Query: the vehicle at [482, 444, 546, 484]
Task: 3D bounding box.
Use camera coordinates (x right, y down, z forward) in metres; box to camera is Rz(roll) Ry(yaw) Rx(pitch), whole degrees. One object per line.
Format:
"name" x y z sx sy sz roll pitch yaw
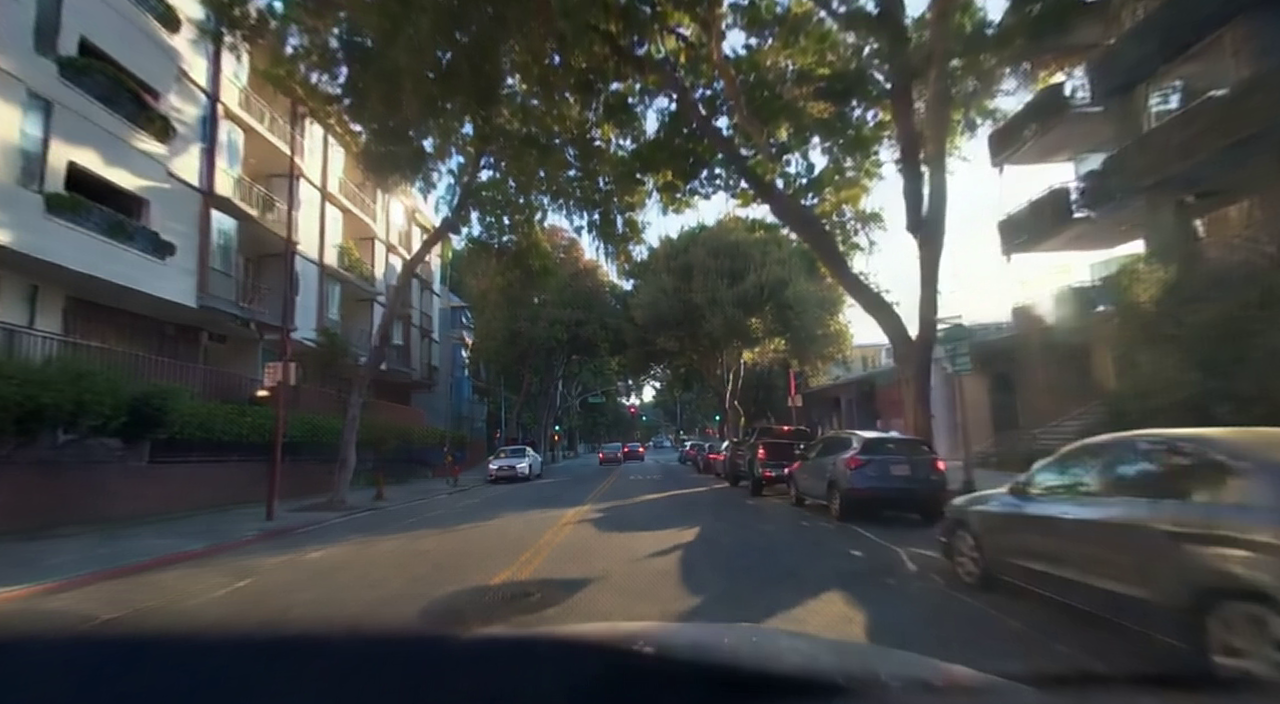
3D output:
"vehicle" -6.050 5.417 30.898 2.013 1.772 4.439 -1 -8 2

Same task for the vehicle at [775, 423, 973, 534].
"vehicle" 3.892 2.162 11.407 1.871 1.603 4.161 0 -8 -1

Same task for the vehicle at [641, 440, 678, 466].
"vehicle" 1.365 6.764 42.557 2.111 1.619 4.077 -1 -9 8

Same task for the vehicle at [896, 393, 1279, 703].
"vehicle" 3.720 1.145 4.144 2.066 1.494 4.843 0 -8 0

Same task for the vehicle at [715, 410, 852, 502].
"vehicle" 3.538 2.755 17.043 2.356 2.043 5.791 0 -8 0
